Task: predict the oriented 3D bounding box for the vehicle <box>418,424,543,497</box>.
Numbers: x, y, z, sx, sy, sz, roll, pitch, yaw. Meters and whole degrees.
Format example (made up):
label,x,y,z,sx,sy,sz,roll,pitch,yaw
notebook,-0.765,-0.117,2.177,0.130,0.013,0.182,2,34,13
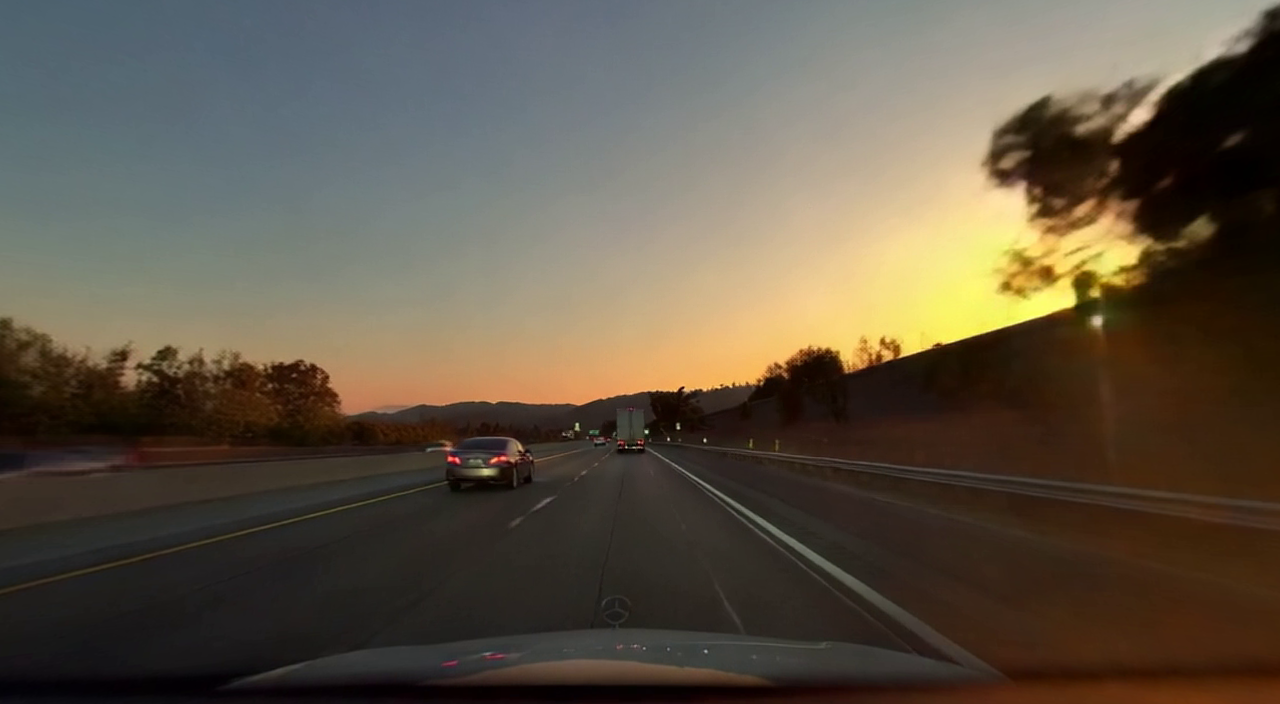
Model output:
label,x,y,z,sx,sy,sz,roll,pitch,yaw
vehicle,-4.027,2.819,16.861,2.123,1.655,4.688,0,-8,0
